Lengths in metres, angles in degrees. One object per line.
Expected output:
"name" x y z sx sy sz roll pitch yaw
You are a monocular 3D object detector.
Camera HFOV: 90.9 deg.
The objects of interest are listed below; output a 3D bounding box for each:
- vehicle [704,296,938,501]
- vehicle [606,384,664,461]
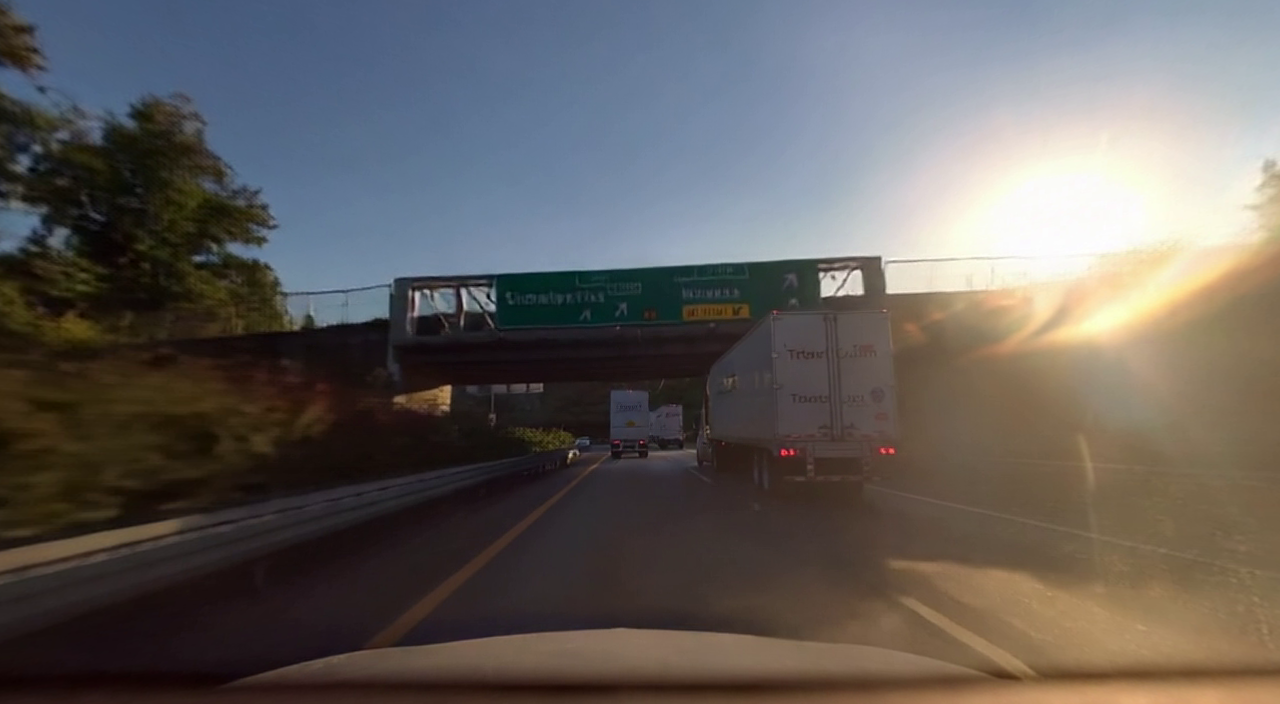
"vehicle" 4.348 1.871 19.907 2.856 4.145 14.500 0 -8 -1
"vehicle" -0.320 4.325 37.668 2.958 3.917 10.196 0 -8 -1
